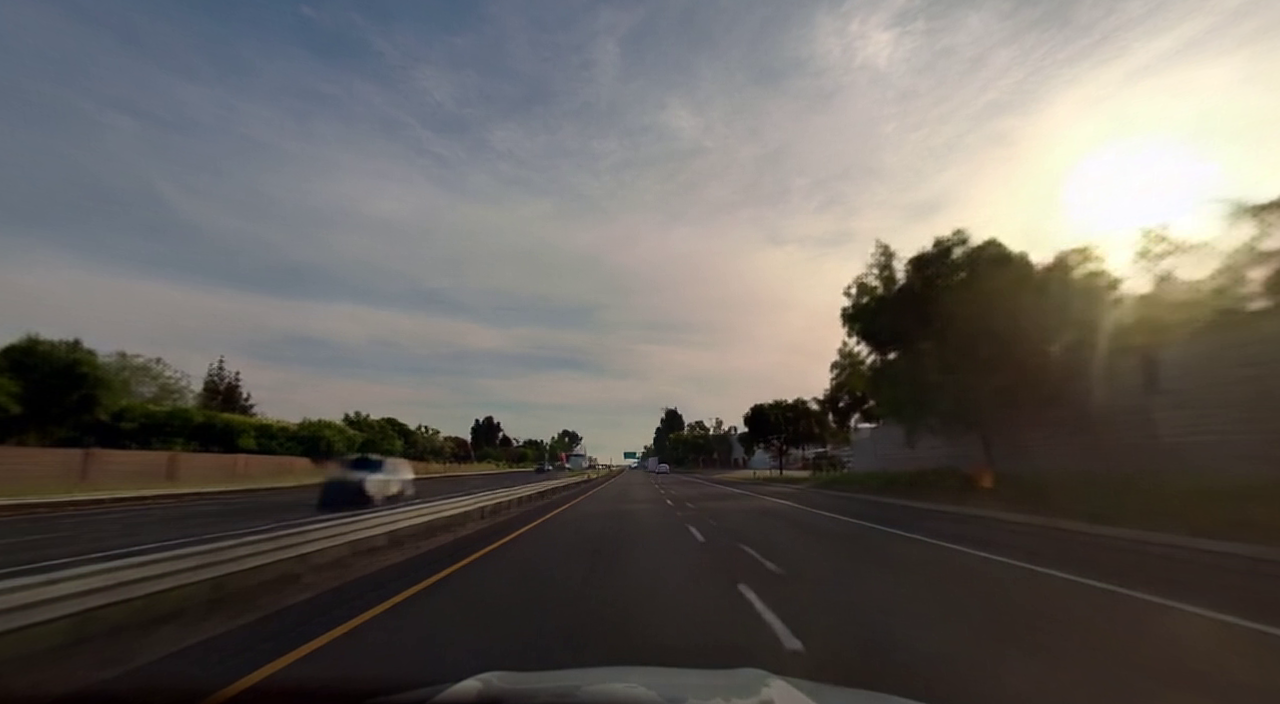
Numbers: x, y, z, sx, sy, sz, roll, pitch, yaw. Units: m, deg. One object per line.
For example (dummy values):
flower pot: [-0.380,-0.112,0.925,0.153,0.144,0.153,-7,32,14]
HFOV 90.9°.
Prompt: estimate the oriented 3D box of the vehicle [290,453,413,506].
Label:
vehicle: [-9.256,4.155,20.730,1.938,1.521,4.459,1,-10,0]
